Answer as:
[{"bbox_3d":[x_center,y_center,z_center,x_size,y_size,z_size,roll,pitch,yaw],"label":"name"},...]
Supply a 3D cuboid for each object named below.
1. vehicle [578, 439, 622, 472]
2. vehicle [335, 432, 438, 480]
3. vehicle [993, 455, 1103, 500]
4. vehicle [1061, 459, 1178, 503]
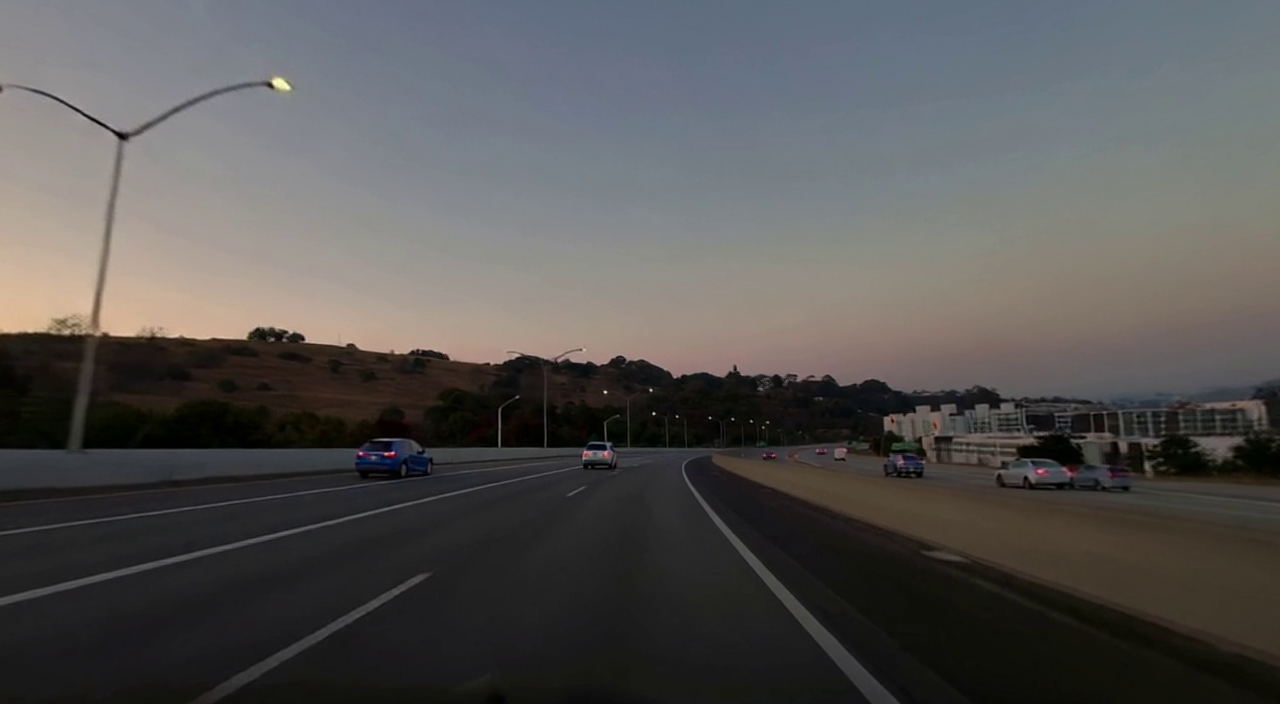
[{"bbox_3d":[-2.248,5.999,36.708,2.028,1.782,4.150,-1,-8,4],"label":"vehicle"},{"bbox_3d":[-10.081,4.181,25.537,2.039,1.746,4.528,-1,-8,4],"label":"vehicle"},{"bbox_3d":[16.454,5.034,25.742,1.786,1.559,4.496,-1,-8,6],"label":"vehicle"},{"bbox_3d":[21.032,5.638,27.937,2.010,1.620,4.347,-1,-8,5],"label":"vehicle"}]
